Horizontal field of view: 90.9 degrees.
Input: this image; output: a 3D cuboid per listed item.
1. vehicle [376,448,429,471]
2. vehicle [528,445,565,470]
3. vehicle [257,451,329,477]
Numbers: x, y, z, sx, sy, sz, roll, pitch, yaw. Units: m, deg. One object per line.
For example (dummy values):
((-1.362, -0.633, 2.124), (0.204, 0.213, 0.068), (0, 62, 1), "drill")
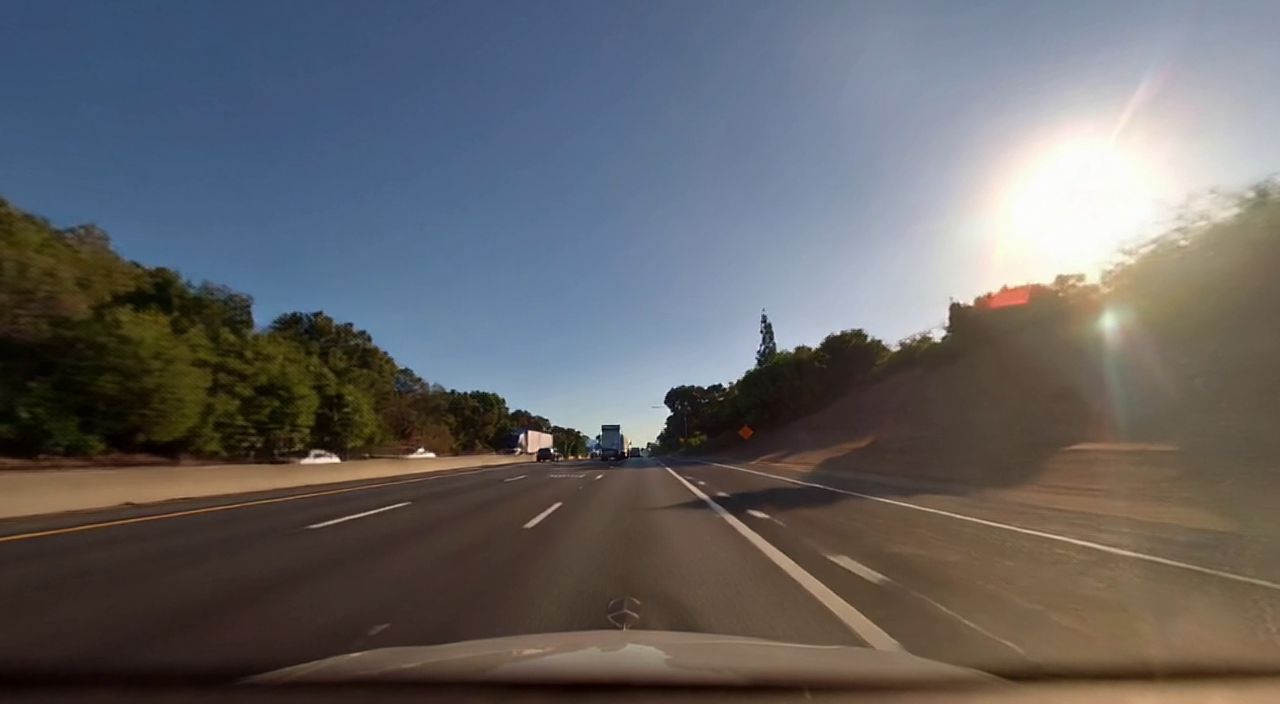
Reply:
((-17.485, 7.916, 46.660), (1.993, 1.582, 4.871), (0, -9, 0), "vehicle")
((-7.104, 8.026, 48.223), (2.043, 1.828, 4.436), (0, -9, 1), "vehicle")
((-21.203, 6.827, 38.772), (1.948, 1.457, 4.445), (0, -9, 0), "vehicle")
